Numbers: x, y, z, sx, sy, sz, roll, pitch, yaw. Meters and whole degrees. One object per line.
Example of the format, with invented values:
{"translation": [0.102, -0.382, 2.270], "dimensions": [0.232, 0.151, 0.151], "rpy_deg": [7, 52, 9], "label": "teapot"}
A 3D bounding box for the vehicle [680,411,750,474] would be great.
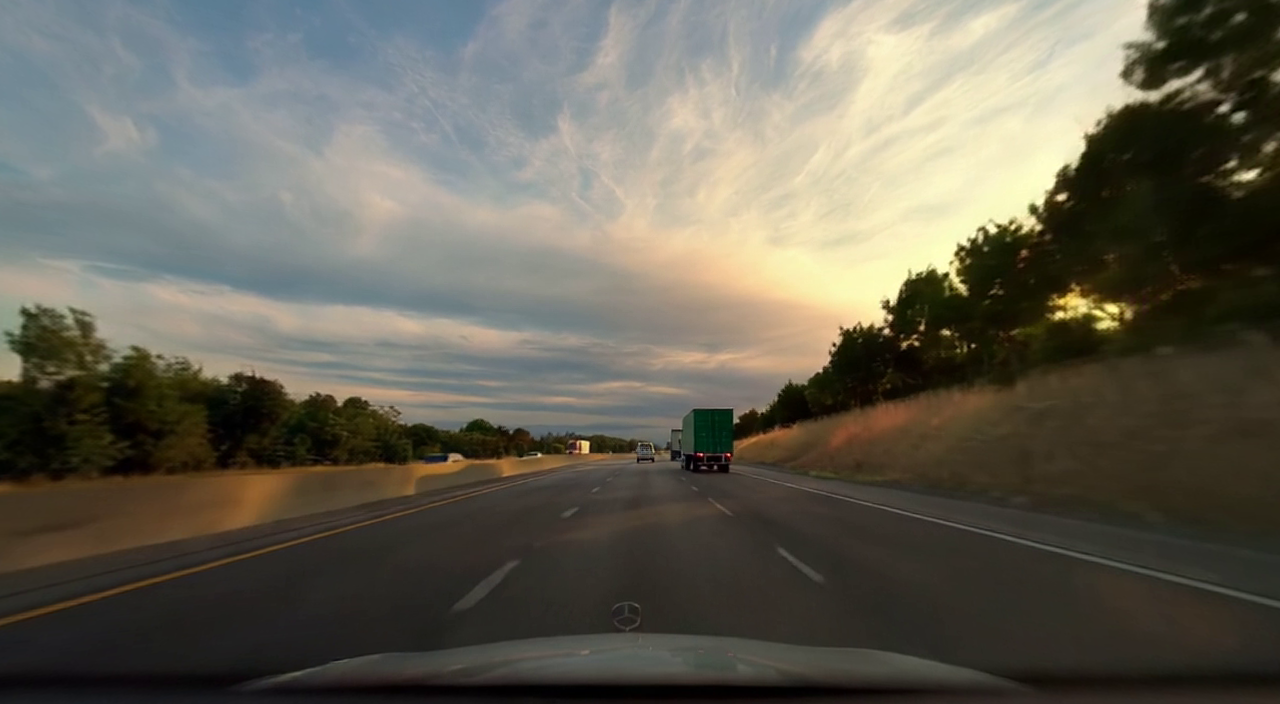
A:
{"translation": [4.327, 5.537, 38.372], "dimensions": [2.960, 3.381, 8.914], "rpy_deg": [0, -9, -1], "label": "vehicle"}
